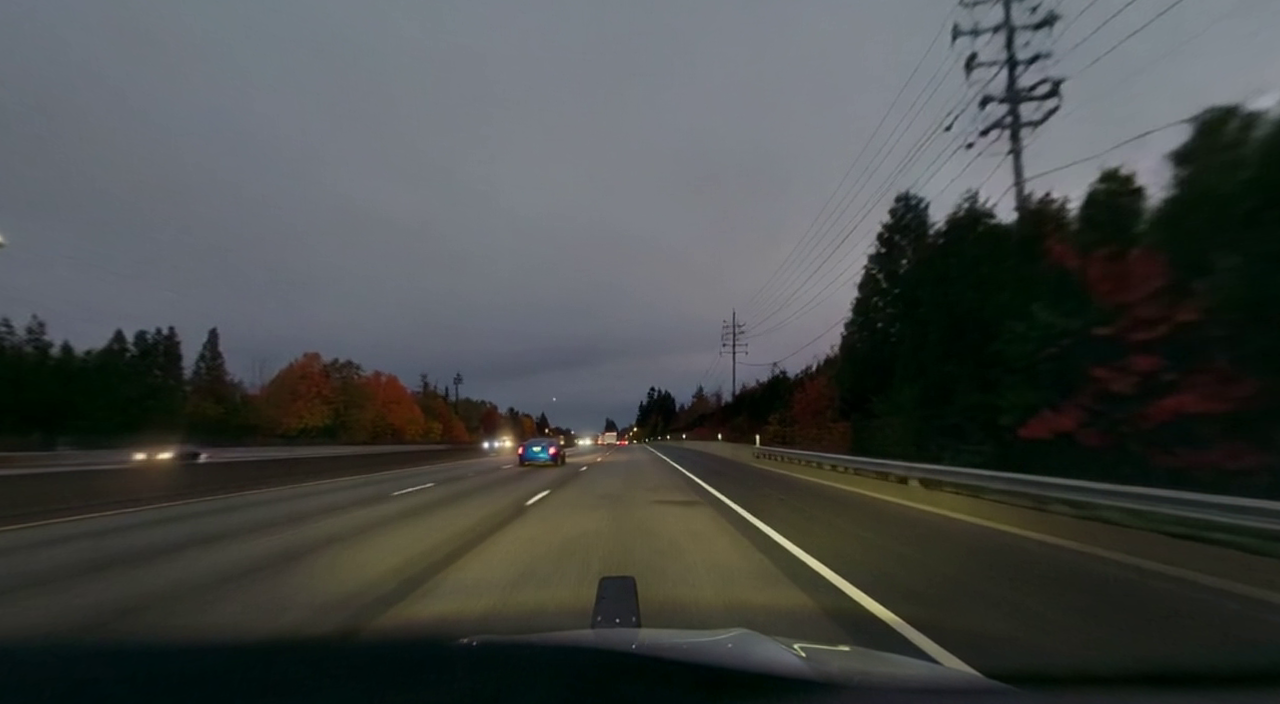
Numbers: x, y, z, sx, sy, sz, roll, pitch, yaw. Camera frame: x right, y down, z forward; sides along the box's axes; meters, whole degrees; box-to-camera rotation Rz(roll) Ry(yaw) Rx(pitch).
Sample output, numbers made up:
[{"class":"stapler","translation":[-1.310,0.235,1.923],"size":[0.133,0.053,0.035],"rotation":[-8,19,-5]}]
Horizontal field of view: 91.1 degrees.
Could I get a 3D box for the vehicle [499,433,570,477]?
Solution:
[{"class":"vehicle","translation":[-3.911,3.862,24.009],"size":[2.025,1.475,4.379],"rotation":[0,-8,-1]}]
